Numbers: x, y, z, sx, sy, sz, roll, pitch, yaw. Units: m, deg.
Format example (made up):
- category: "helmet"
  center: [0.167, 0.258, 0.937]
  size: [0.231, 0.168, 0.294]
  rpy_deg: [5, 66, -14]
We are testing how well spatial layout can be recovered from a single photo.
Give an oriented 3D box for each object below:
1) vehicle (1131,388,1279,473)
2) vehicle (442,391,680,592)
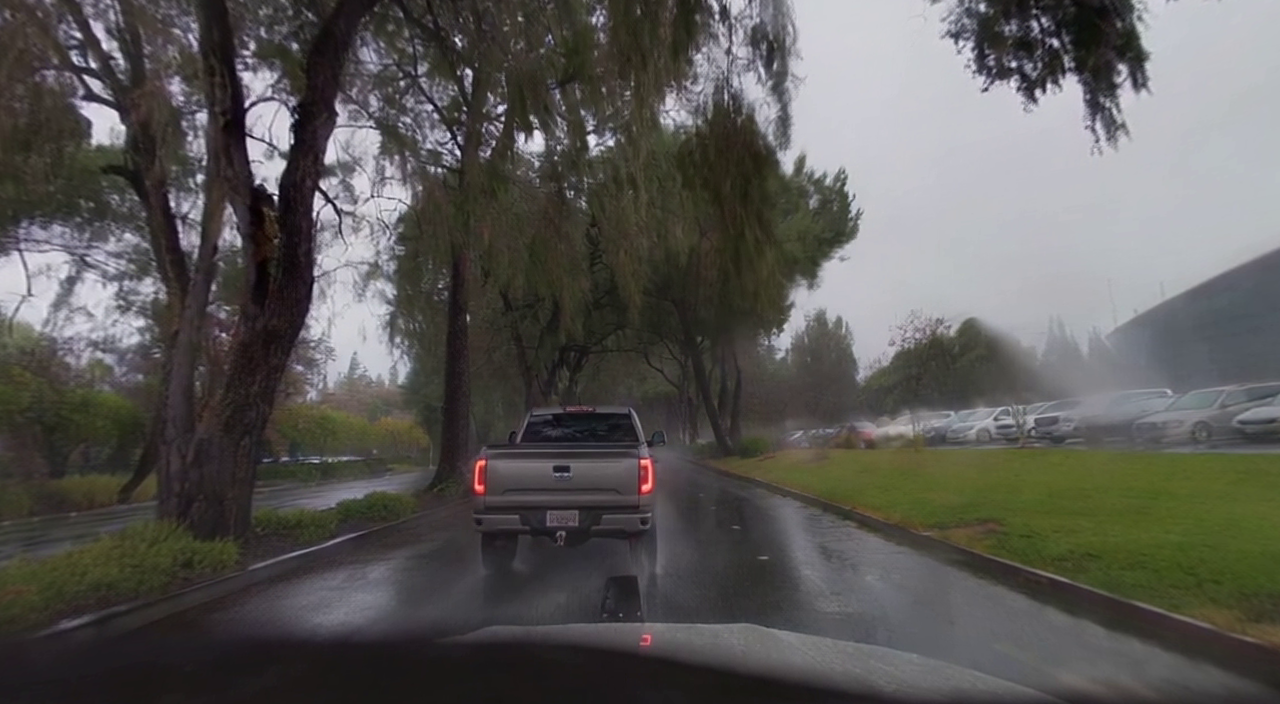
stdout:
- category: "vehicle"
  center: [11.876, 1.410, 11.402]
  size: [4.298, 1.392, 1.944]
  rpy_deg: [-1, -8, 2]
- category: "vehicle"
  center: [-0.652, 1.636, 8.348]
  size: [2.157, 1.816, 5.039]
  rpy_deg: [0, -8, 2]
